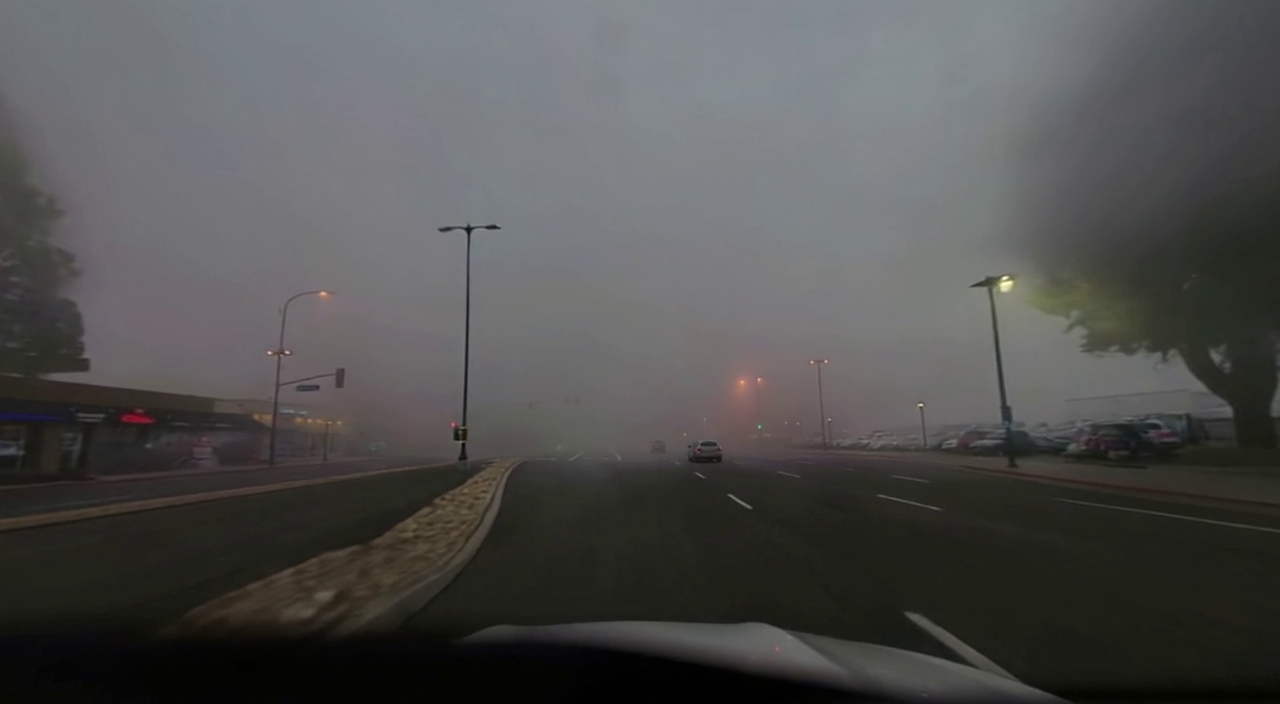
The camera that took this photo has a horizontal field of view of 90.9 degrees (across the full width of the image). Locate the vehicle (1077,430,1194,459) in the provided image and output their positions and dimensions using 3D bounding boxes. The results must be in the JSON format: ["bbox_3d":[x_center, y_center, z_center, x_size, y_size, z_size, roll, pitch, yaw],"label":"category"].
[{"bbox_3d":[26.369,4.941,33.616,4.691,1.436,1.988,0,-8,-4],"label":"vehicle"}]

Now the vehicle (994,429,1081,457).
[{"bbox_3d":[26.056,5.954,41.406,4.544,1.474,1.772,-4,-7,-5],"label":"vehicle"}]

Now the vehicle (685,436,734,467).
[{"bbox_3d":[3.657,5.359,34.037,2.038,1.528,4.259,0,-8,-2],"label":"vehicle"}]

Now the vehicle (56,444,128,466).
[{"bbox_3d":[-38.002,7.121,43.810,1.759,1.482,3.620,1,-8,-3],"label":"vehicle"}]

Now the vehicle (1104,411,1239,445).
[{"bbox_3d":[38.338,5.576,45.770,2.372,2.254,6.893,5,-10,-31],"label":"vehicle"}]

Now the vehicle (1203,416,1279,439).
[{"bbox_3d":[47.606,5.936,49.418,1.846,1.656,4.602,4,-9,-30],"label":"vehicle"}]

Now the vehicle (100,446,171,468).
[{"bbox_3d":[-35.626,7.419,44.661,1.684,1.432,4.140,0,-8,-2],"label":"vehicle"}]
